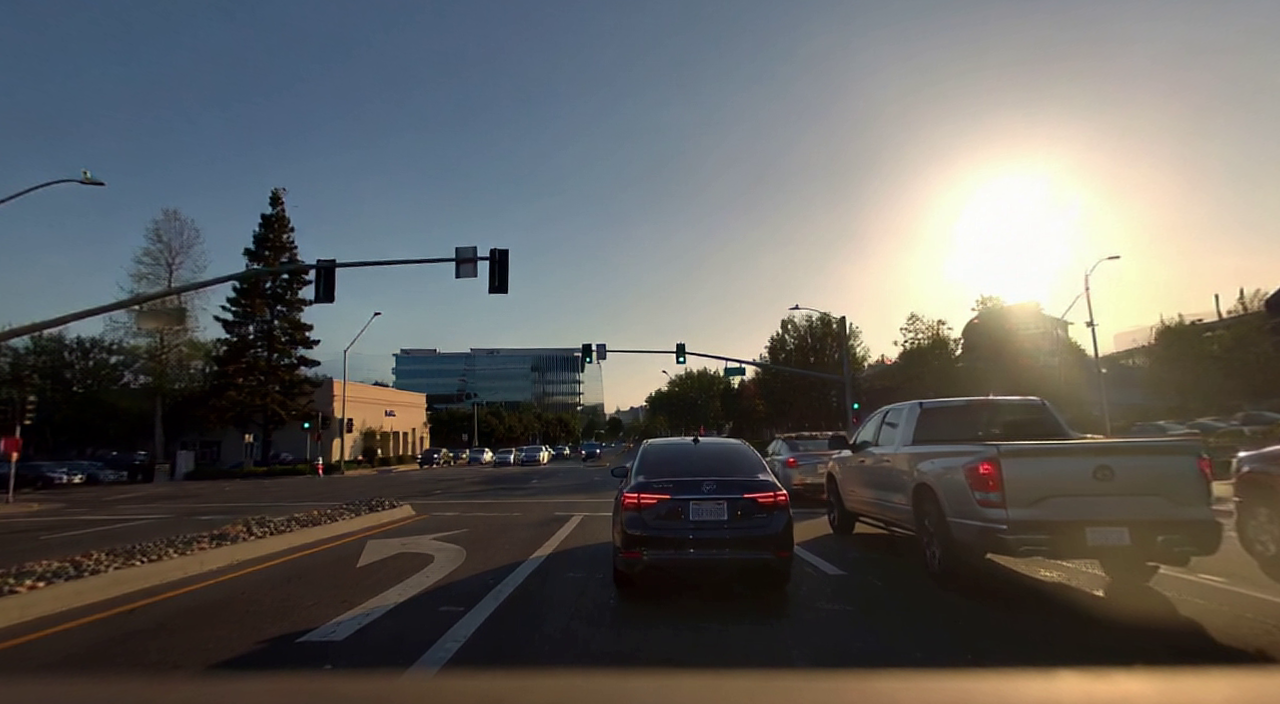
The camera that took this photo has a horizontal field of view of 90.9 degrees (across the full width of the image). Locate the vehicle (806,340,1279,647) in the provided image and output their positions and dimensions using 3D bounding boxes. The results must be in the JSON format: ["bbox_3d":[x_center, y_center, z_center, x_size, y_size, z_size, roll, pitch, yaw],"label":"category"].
[{"bbox_3d":[3.807,1.345,7.088,2.358,2.116,5.328,0,-8,-1],"label":"vehicle"}]

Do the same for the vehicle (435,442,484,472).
[{"bbox_3d":[-11.876,6.919,41.782,1.991,1.844,4.393,0,-8,-1],"label":"vehicle"}]

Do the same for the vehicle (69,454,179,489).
[{"bbox_3d":[-29.082,6.700,35.591,4.789,1.828,2.025,-2,-9,10],"label":"vehicle"}]

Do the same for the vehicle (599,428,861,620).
[{"bbox_3d":[0.611,1.601,6.811,2.038,1.447,3.756,0,-8,-3],"label":"vehicle"}]

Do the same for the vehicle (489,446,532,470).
[{"bbox_3d":[-8.460,6.983,41.631,2.002,1.469,4.301,0,-8,-1],"label":"vehicle"}]
